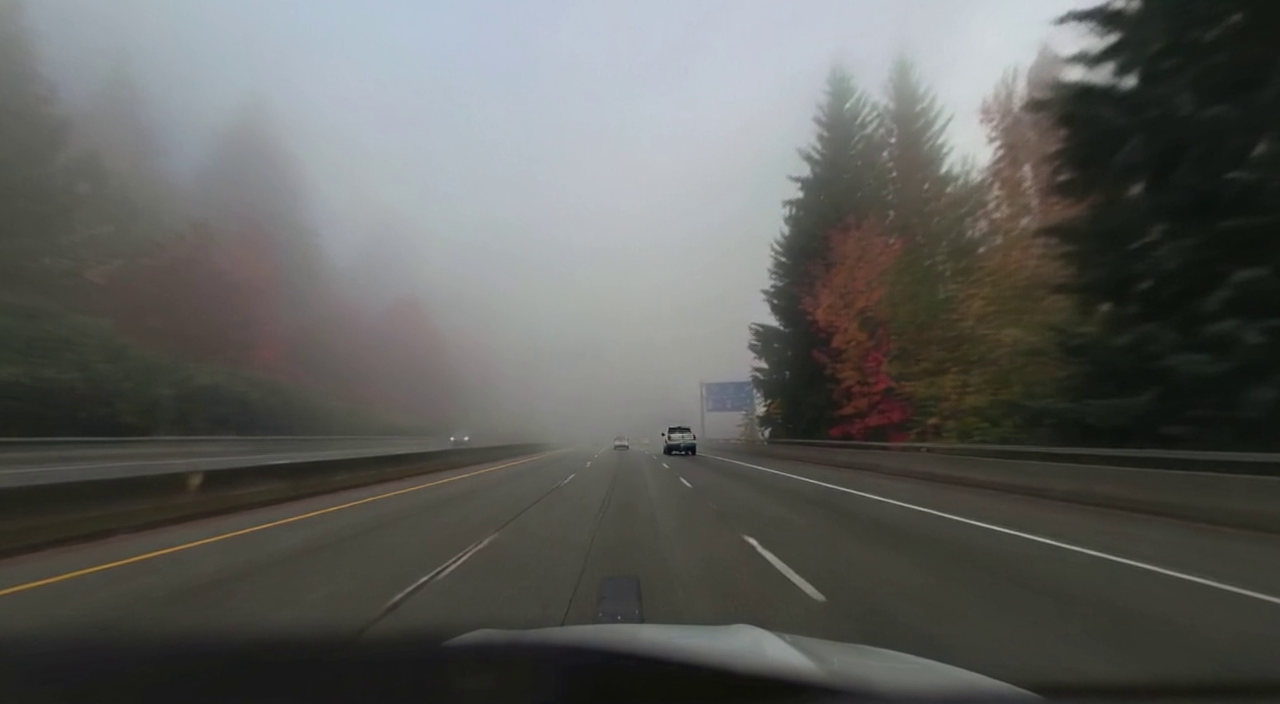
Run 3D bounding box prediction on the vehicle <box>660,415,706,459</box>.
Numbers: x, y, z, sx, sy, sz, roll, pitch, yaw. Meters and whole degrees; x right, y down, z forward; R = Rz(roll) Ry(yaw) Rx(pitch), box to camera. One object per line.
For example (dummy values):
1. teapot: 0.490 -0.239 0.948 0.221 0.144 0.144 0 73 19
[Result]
1. vehicle: 2.655 5.469 40.579 2.411 2.614 5.781 0 -8 -1
